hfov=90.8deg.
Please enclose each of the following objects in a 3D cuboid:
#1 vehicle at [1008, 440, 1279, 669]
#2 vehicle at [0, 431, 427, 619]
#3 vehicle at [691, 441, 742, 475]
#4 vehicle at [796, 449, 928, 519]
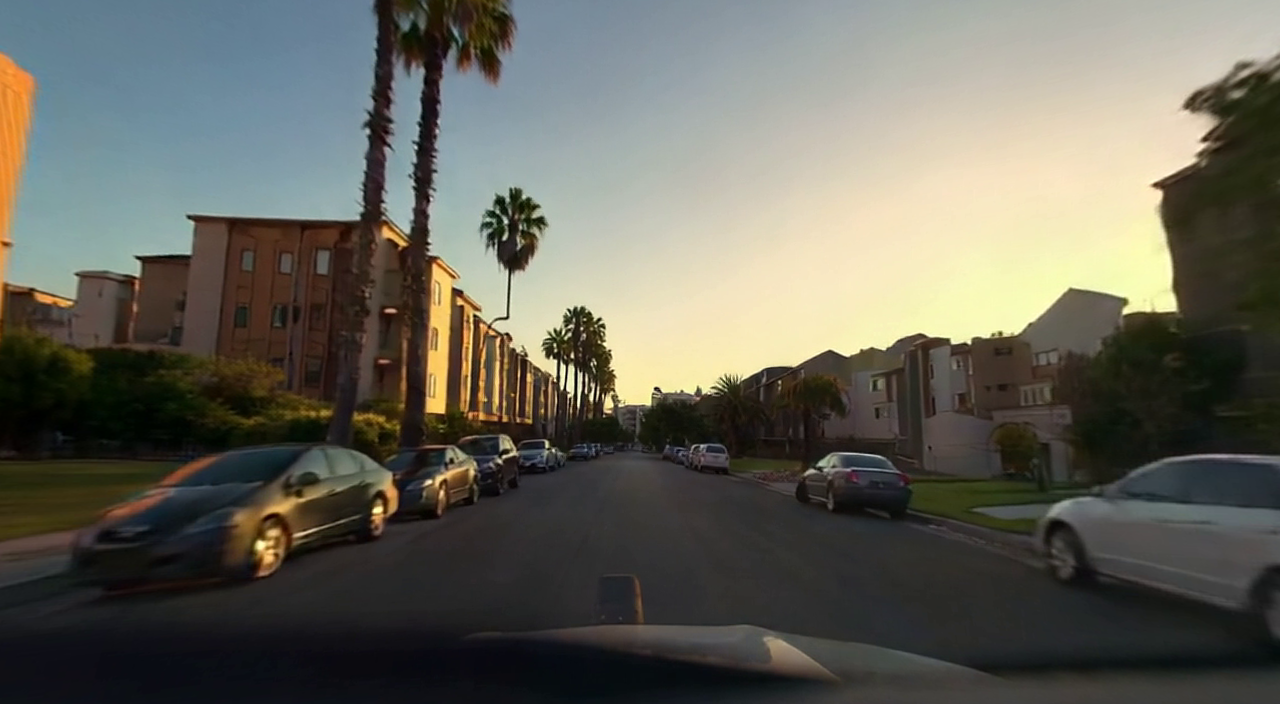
[{"bbox_3d":[5.472,1.524,5.216,2.121,1.568,4.473,0,-8,-1],"label":"vehicle"},{"bbox_3d":[-4.486,1.817,7.737,2.066,1.506,4.719,1,-9,0],"label":"vehicle"},{"bbox_3d":[4.285,6.022,36.076,1.969,1.782,4.677,1,-8,-4],"label":"vehicle"},{"bbox_3d":[5.268,3.139,15.537,1.812,1.461,3.575,0,-8,-2],"label":"vehicle"}]
